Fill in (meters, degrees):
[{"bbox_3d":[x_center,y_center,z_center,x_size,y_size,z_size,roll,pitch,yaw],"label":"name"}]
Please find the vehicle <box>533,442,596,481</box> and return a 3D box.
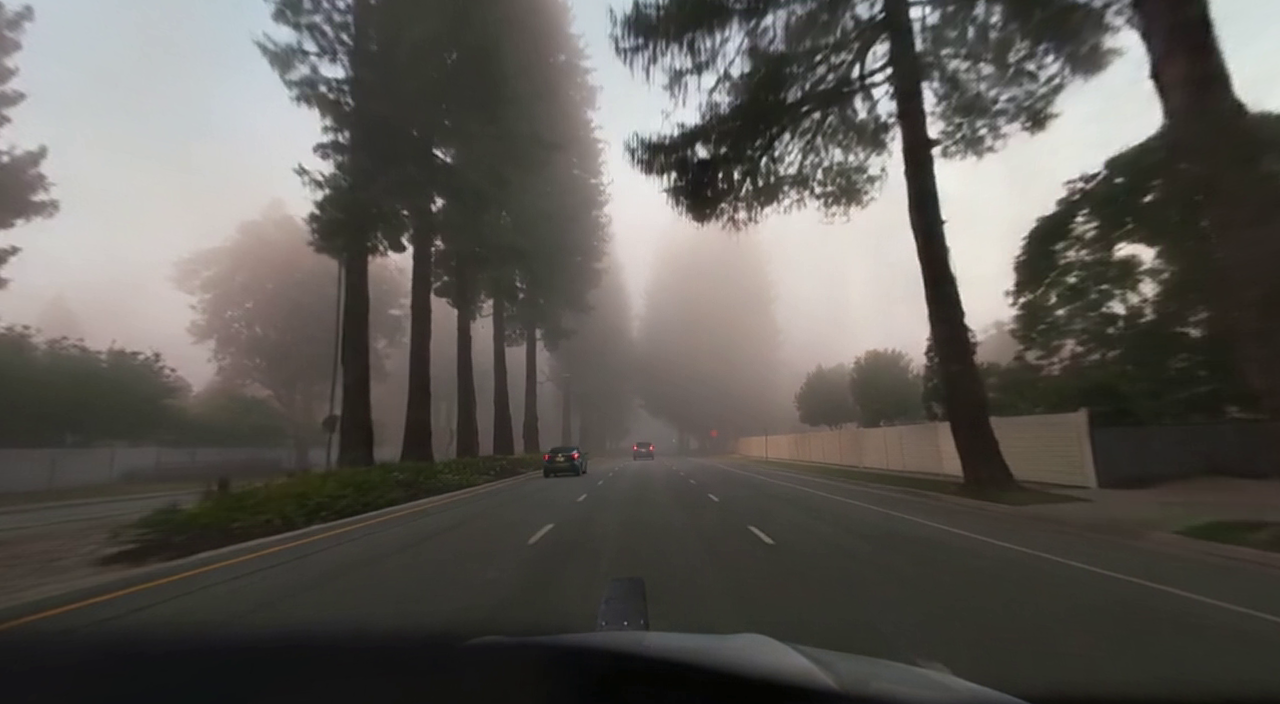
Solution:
[{"bbox_3d":[-3.011,4.497,26.109,2.021,1.466,4.330,0,-9,1],"label":"vehicle"}]
